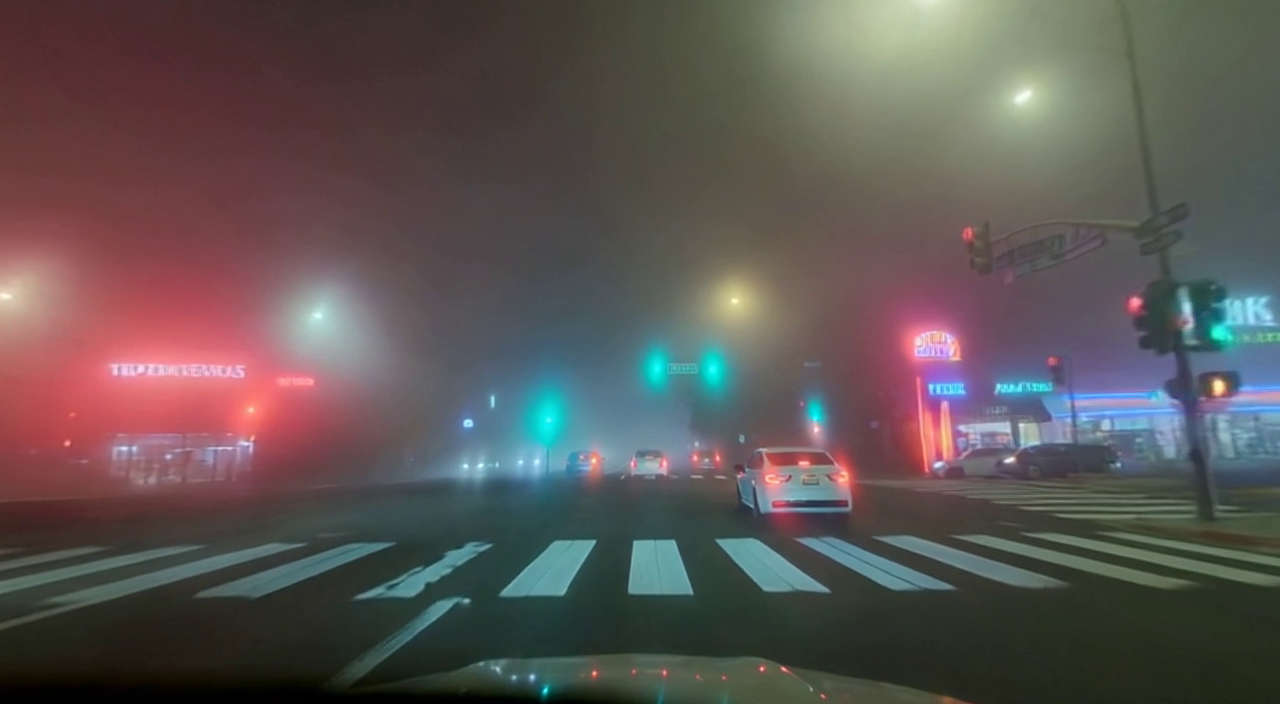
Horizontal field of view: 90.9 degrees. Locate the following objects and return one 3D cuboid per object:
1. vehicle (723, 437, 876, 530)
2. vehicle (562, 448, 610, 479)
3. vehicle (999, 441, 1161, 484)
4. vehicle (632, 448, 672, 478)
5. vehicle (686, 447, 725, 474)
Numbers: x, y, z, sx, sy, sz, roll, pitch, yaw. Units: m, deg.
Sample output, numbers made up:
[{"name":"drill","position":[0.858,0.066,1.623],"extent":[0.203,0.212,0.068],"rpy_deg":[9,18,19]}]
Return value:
[{"name":"vehicle","position":[2.945,2.500,12.654],"extent":[1.946,1.513,4.133],"rpy_deg":[0,-8,0]},{"name":"vehicle","position":[-2.766,5.827,33.175],"extent":[2.040,1.471,4.211],"rpy_deg":[-1,-8,2]},{"name":"vehicle","position":[15.726,3.939,22.697],"extent":[4.481,1.427,1.830],"rpy_deg":[0,-8,-1]},{"name":"vehicle","position":[0.629,6.009,34.381],"extent":[2.070,1.460,4.118],"rpy_deg":[0,-8,0]},{"name":"vehicle","position":[3.966,6.618,38.674],"extent":[1.931,1.552,4.125],"rpy_deg":[0,-8,0]}]
